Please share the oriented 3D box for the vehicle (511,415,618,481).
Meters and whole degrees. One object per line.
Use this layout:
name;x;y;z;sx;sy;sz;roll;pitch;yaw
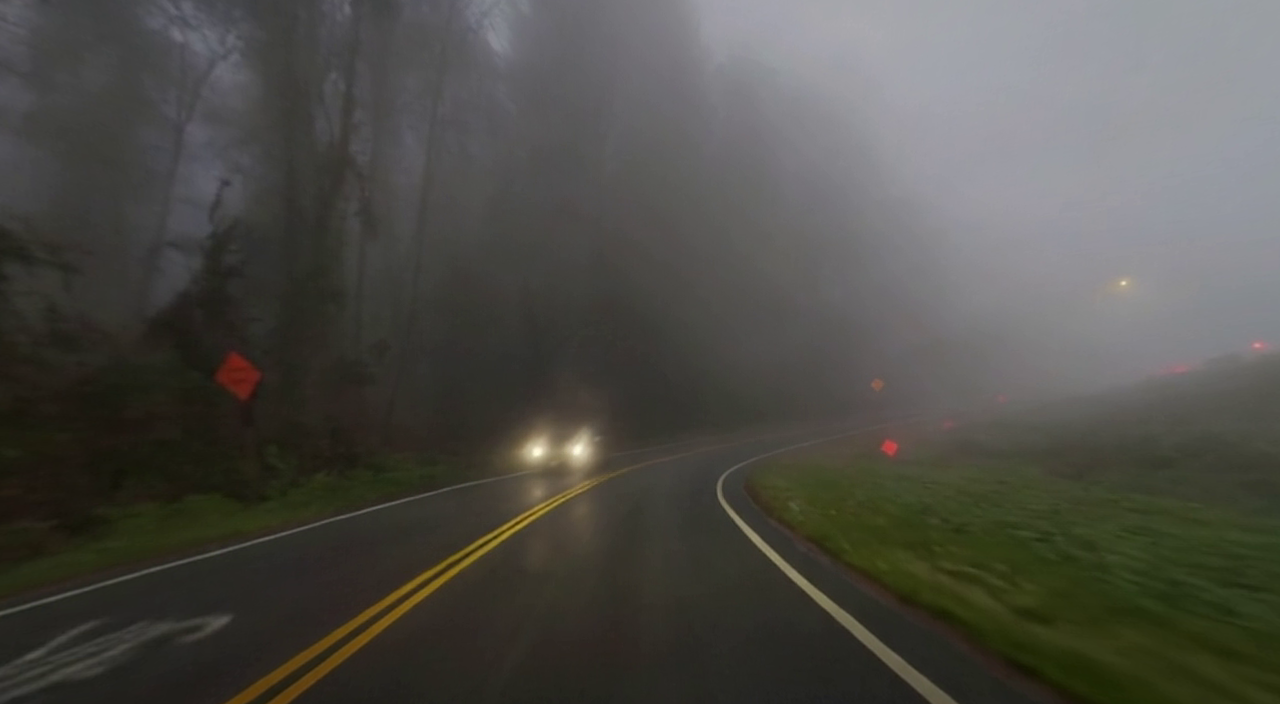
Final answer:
vehicle;-2.369;3.258;21.326;2.095;1.939;4.857;-3;-9;12
